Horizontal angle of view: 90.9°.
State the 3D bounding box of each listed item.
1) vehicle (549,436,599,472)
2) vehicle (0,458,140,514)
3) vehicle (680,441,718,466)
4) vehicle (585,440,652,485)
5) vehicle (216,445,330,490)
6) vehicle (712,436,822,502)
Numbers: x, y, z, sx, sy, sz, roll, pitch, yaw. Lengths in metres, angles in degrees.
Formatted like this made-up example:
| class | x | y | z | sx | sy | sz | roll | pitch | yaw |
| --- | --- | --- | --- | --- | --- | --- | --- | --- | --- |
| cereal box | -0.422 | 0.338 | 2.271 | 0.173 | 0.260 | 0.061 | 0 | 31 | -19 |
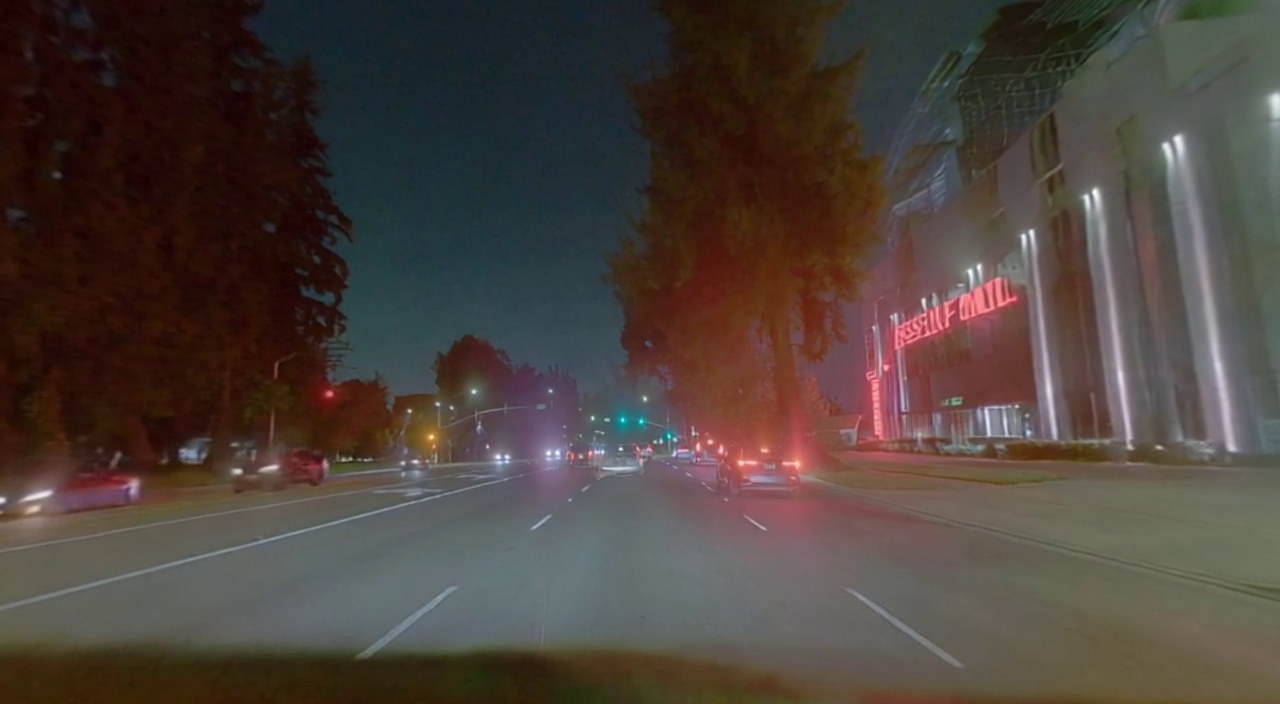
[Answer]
| class | x | y | z | sx | sy | sz | roll | pitch | yaw |
| --- | --- | --- | --- | --- | --- | --- | --- | --- | --- |
| vehicle | -3.325 | 5.264 | 32.824 | 2.023 | 1.720 | 4.452 | -1 | -9 | 1 |
| vehicle | -19.278 | 4.278 | 20.584 | 1.984 | 1.481 | 4.752 | 0 | -9 | 0 |
| vehicle | 3.695 | 6.449 | 40.244 | 1.913 | 1.463 | 4.198 | 0 | -9 | -1 |
| vehicle | -0.663 | 3.877 | 22.426 | 1.971 | 1.433 | 3.923 | -1 | -9 | 4 |
| vehicle | -15.267 | 4.798 | 26.580 | 1.957 | 1.732 | 4.568 | 0 | -9 | 1 |
| vehicle | 3.171 | 3.016 | 16.686 | 1.948 | 1.474 | 4.360 | 0 | -9 | -1 |
